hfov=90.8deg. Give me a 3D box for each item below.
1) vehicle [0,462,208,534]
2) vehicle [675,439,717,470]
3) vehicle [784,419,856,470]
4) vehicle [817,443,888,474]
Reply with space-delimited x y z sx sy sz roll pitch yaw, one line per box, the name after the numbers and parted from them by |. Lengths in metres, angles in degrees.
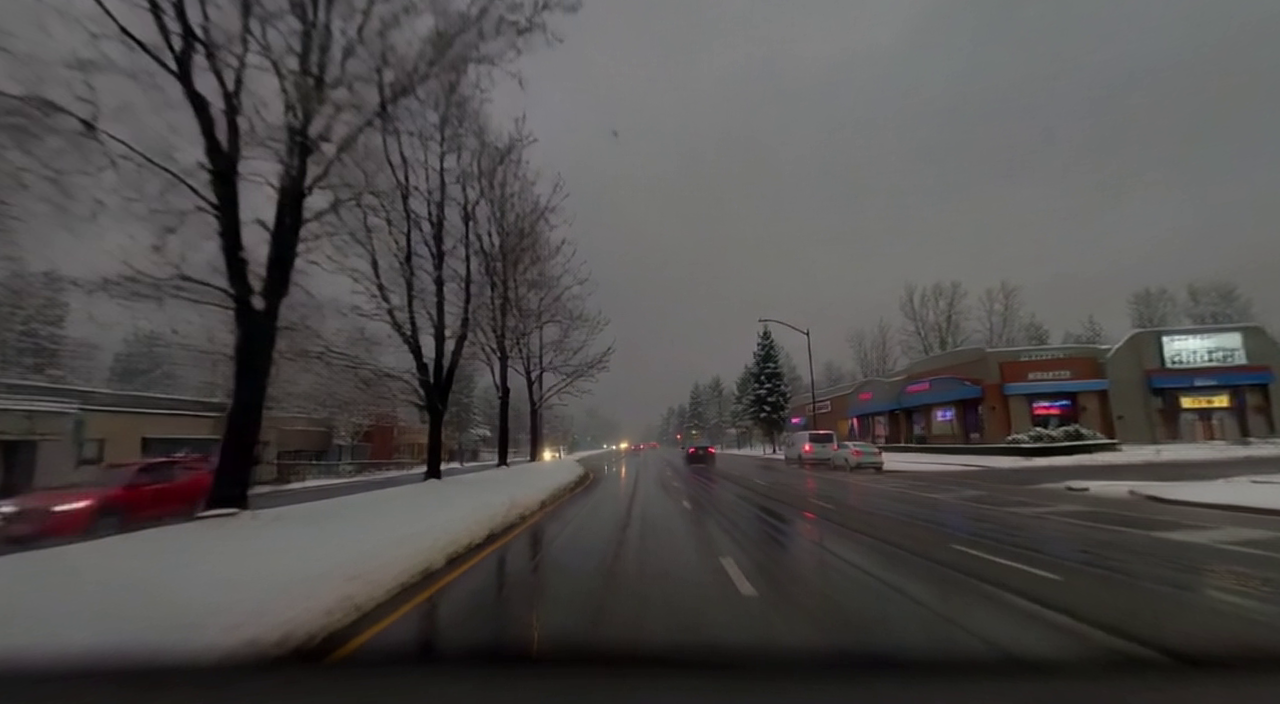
-13.582 3.628 16.256 1.875 1.493 4.355 0 -9 -1 | vehicle
3.178 5.903 36.551 1.957 1.643 4.226 0 -9 -1 | vehicle
10.552 5.497 37.553 2.507 2.745 5.779 0 -9 0 | vehicle
10.550 5.328 31.773 1.857 1.411 4.859 0 -9 0 | vehicle
